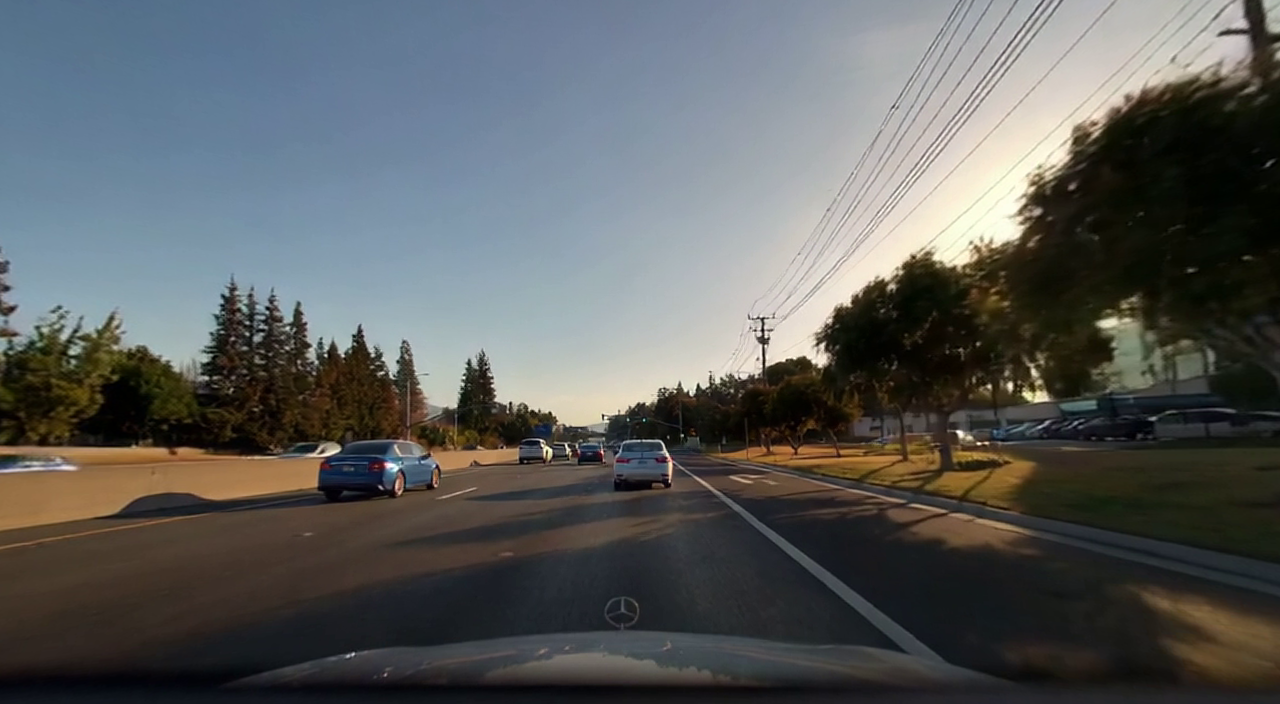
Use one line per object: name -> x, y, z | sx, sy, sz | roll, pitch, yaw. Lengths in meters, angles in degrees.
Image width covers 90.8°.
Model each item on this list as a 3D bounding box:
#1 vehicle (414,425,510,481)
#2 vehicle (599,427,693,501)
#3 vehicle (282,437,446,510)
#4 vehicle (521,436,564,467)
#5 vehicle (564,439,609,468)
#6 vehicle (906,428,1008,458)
vehicle -> -6.641, 3.844, 24.283 | 2.144, 1.905, 4.967 | -1, -8, 1
vehicle -> 0.137, 2.848, 16.498 | 2.140, 1.653, 4.108 | 0, -8, 0
vehicle -> -6.438, 2.858, 15.440 | 1.900, 1.483, 4.547 | -1, -8, 1
vehicle -> -5.997, 6.135, 39.219 | 1.914, 1.756, 4.179 | -1, -8, 1
vehicle -> -2.888, 5.620, 35.130 | 2.055, 1.510, 3.961 | -1, -8, 1
vehicle -> 17.786, 5.134, 35.619 | 4.659, 1.572, 2.019 | 0, -8, 0
